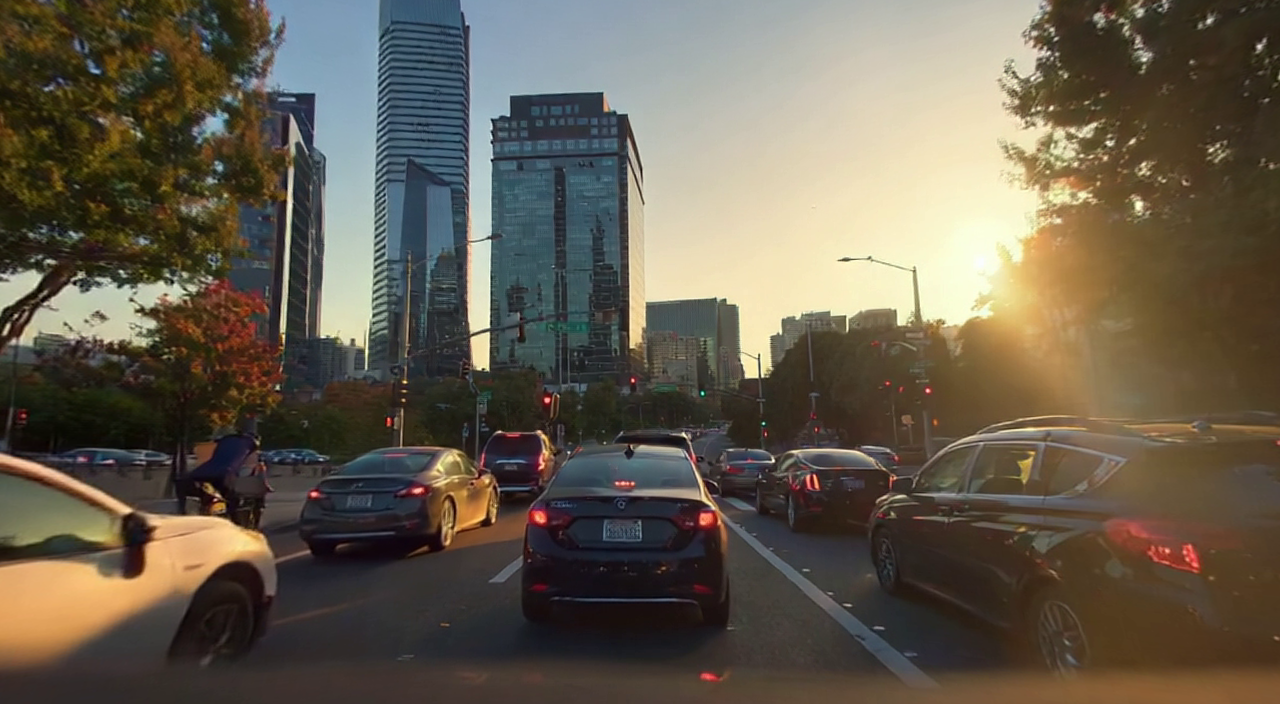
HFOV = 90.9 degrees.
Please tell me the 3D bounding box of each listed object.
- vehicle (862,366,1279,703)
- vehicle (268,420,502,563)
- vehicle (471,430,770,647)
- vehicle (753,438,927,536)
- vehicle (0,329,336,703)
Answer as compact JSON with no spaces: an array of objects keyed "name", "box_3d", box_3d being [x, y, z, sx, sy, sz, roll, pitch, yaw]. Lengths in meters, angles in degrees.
[{"name":"vehicle","box_3d":[3.342,1.160,4.182,2.179,1.631,4.173,0,-8,0]},{"name":"vehicle","box_3d":[-3.622,2.041,10.039,2.046,1.744,4.407,0,-8,-3]},{"name":"vehicle","box_3d":[-0.142,1.552,6.253,2.031,1.461,3.763,0,-8,0]},{"name":"vehicle","box_3d":[3.579,2.477,12.330,1.973,1.537,4.533,0,-8,1]},{"name":"vehicle","box_3d":[-3.120,0.776,1.848,2.181,1.723,4.550,0,-8,0]}]
